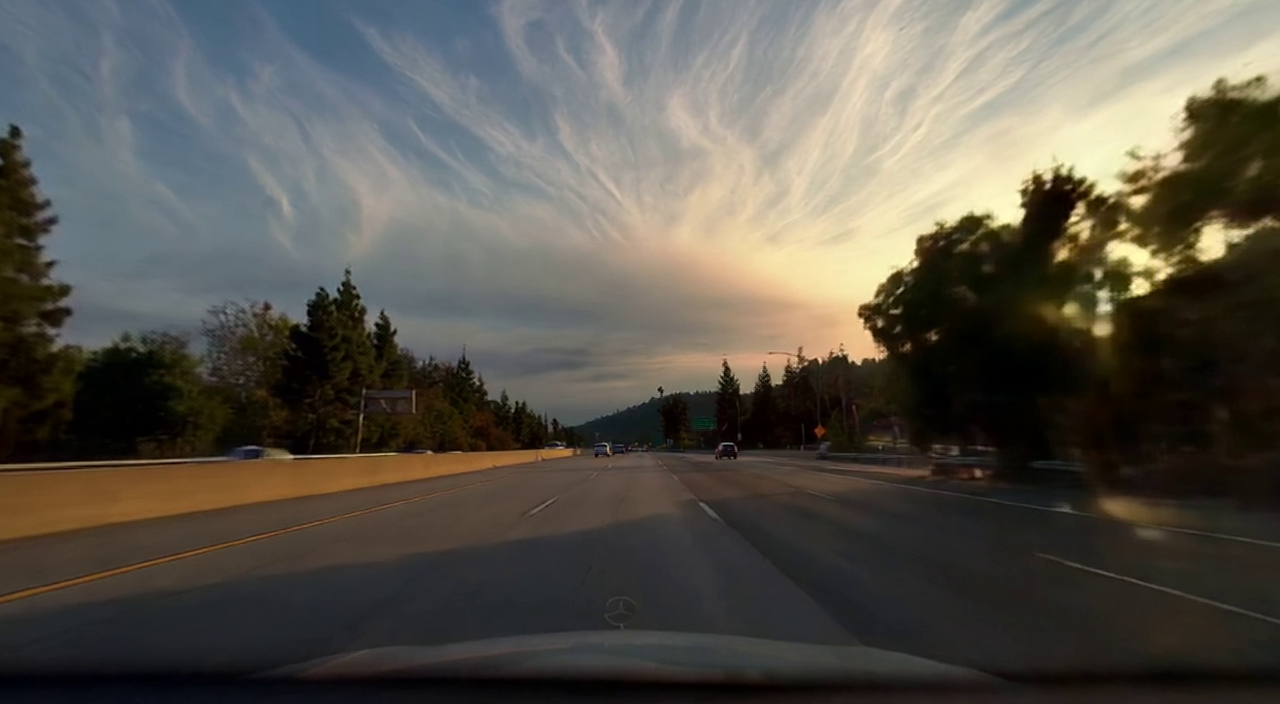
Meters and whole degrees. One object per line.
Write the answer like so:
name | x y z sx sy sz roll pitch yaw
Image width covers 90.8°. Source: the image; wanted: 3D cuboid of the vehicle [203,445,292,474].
vehicle | -21.643 5.933 35.102 1.878 1.506 4.695 0 -9 1

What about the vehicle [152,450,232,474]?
vehicle | -28.838 7.079 40.844 1.863 1.423 4.413 0 -9 1

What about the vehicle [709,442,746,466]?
vehicle | 6.401 7.511 46.669 2.081 1.705 3.926 0 -9 -1
